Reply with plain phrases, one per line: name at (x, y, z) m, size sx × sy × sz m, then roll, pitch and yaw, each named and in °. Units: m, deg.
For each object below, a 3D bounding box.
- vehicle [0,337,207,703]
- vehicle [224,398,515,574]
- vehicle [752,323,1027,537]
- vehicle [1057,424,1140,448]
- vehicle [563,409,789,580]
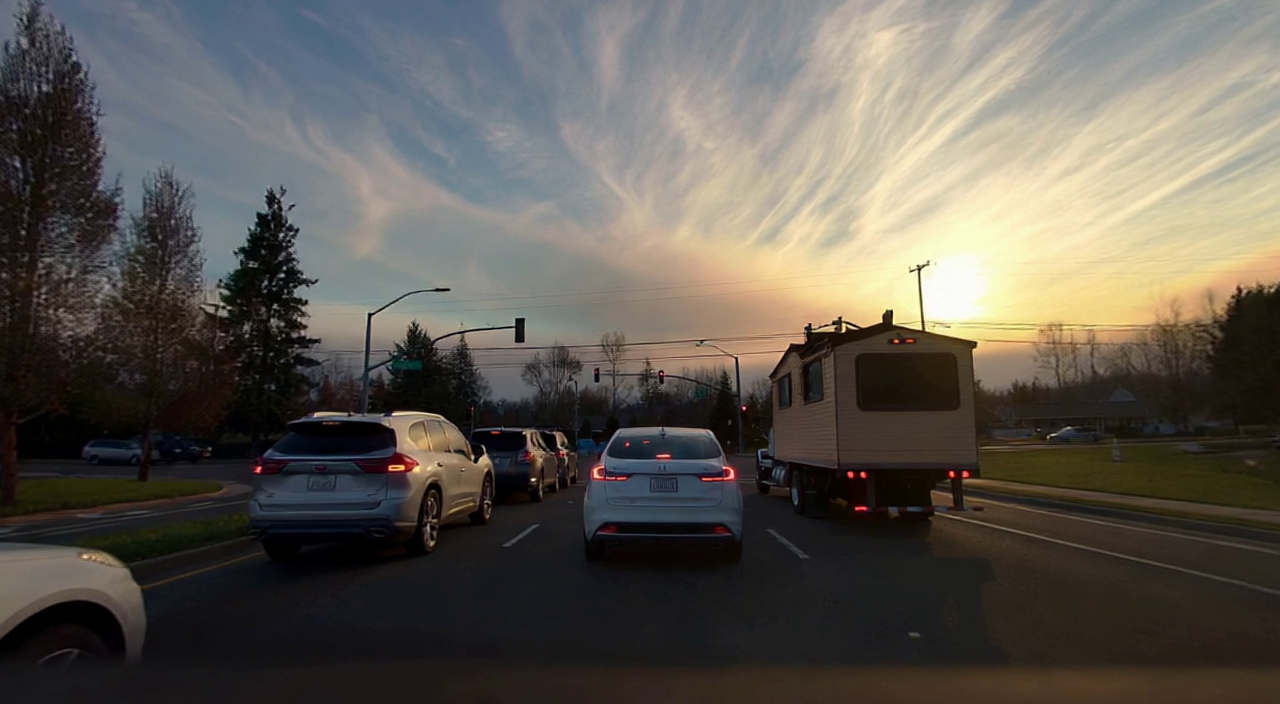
vehicle at (-3.432, 0.675, 1.470) m, size 1.952 × 1.730 × 4.116 m, roll 0°, pitch -9°, yaw -1°
vehicle at (-3.267, 1.724, 8.852) m, size 2.085 × 1.812 × 4.388 m, roll 0°, pitch -9°, yaw 0°
vehicle at (3.689, 1.396, 10.996) m, size 2.531 × 2.750 × 5.595 m, roll 0°, pitch -8°, yaw 1°
vehicle at (33.171, 6.142, 45.879) m, size 4.671 × 1.595 × 1.824 m, roll -6°, pitch -10°, yaw 31°
vehicle at (0.362, 1.702, 8.312) m, size 2.189 × 1.649 × 4.171 m, roll 0°, pitch -9°, yaw 0°
